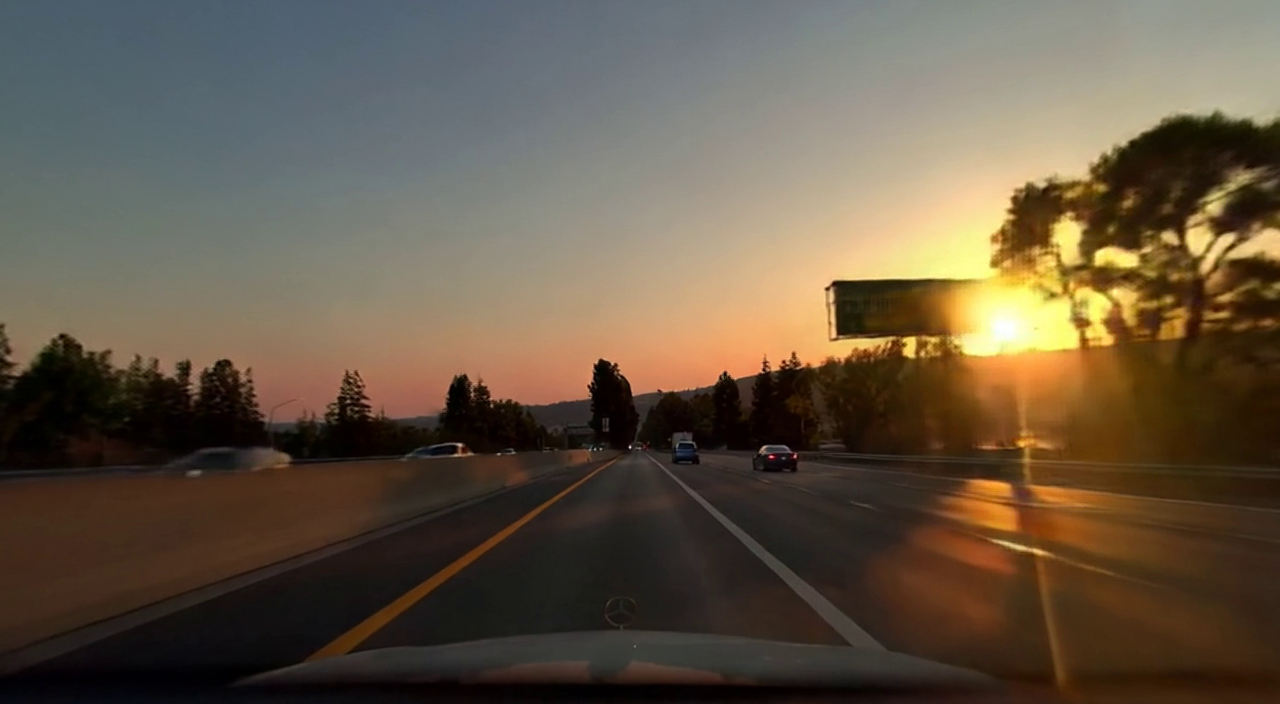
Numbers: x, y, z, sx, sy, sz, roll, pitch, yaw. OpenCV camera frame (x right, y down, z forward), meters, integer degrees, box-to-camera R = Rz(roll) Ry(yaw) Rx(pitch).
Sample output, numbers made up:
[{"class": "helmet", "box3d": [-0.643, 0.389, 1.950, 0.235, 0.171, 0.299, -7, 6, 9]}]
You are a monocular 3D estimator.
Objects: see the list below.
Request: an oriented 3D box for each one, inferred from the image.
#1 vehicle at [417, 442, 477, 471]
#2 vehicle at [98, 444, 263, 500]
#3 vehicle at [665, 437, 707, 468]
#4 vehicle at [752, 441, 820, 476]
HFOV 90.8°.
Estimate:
[{"class": "vehicle", "box3d": [-11.353, 6.166, 37.526, 2.053, 1.602, 4.777, 0, -9, 0]}, {"class": "vehicle", "box3d": [-15.001, 3.881, 21.048, 2.038, 1.583, 4.642, 0, -8, 0]}, {"class": "vehicle", "box3d": [2.841, 6.385, 40.345, 2.258, 1.824, 4.908, 0, -9, -1]}, {"class": "vehicle", "box3d": [6.483, 4.758, 28.521, 2.009, 1.456, 4.097, 0, -9, -1]}]
